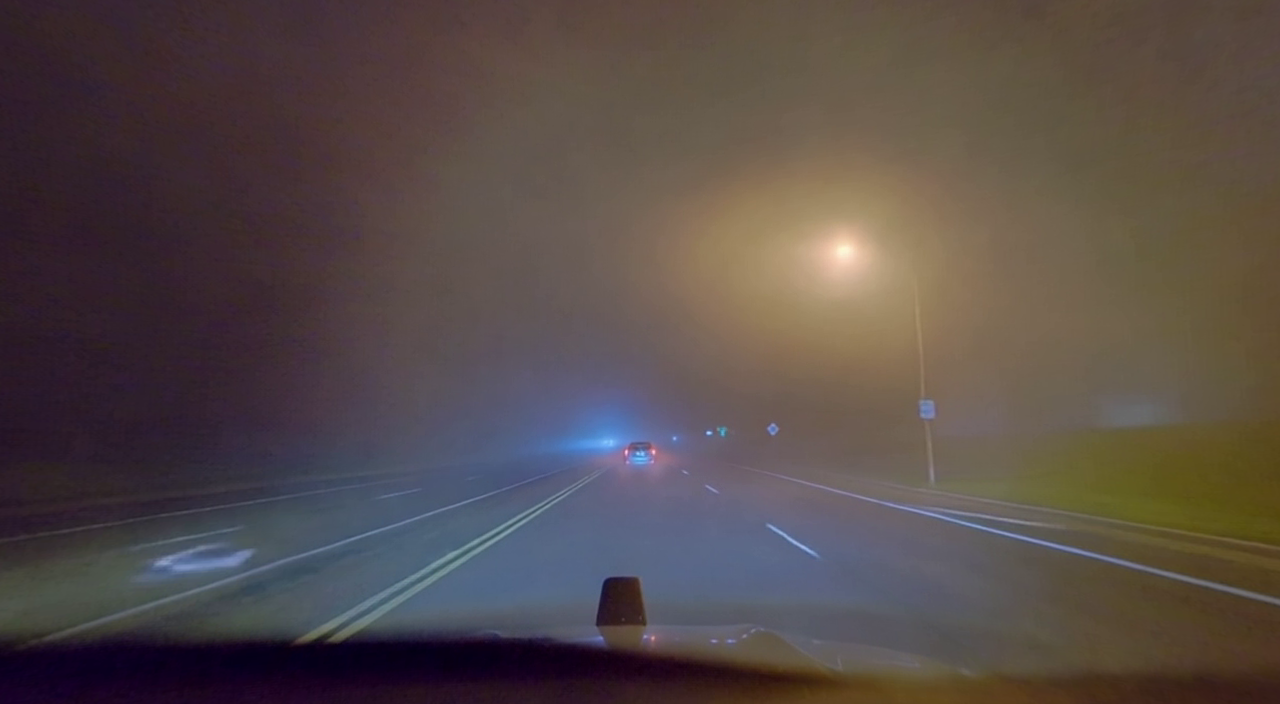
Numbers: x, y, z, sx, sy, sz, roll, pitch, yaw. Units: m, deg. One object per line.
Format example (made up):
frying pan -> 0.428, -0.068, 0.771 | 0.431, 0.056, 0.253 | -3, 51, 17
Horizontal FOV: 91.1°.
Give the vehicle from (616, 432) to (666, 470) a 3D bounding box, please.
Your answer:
vehicle -> 0.089, 4.815, 30.619 | 2.256, 1.734, 4.176 | 0, -9, 1
